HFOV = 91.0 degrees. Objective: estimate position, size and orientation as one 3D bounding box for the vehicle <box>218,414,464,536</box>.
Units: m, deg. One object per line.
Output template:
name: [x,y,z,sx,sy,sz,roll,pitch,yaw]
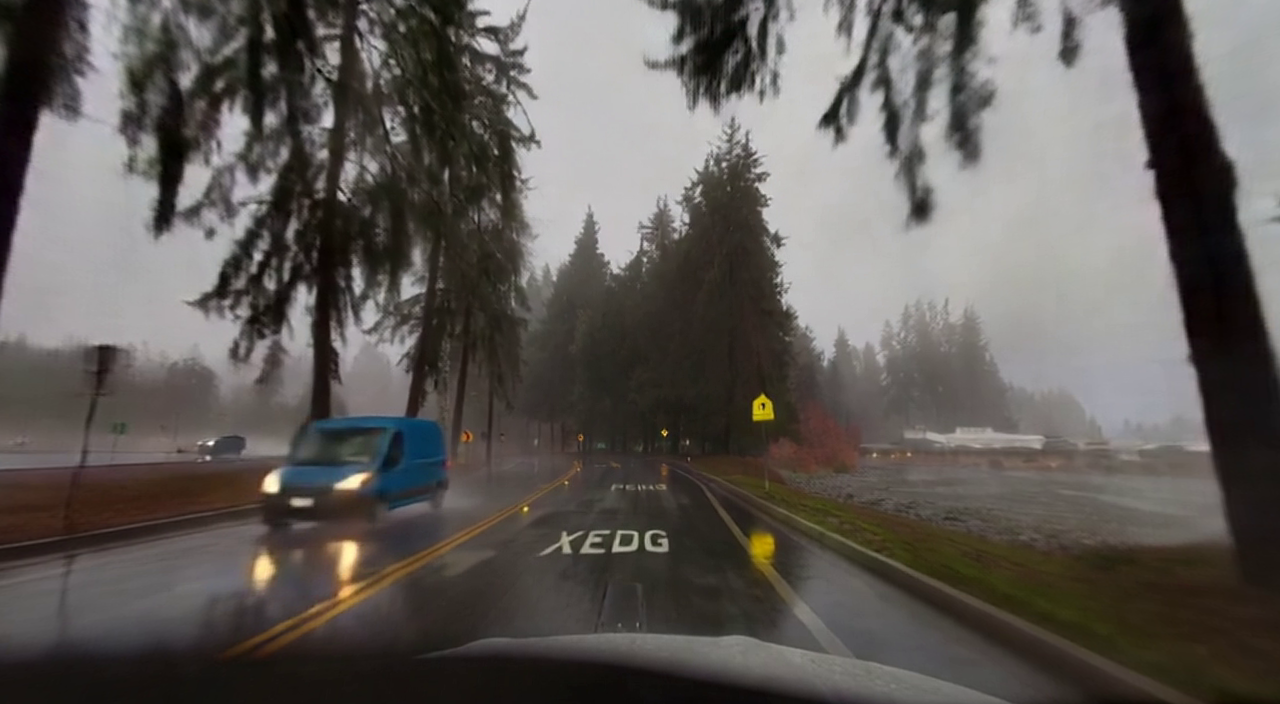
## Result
vehicle: [-5.563,2.389,12.974,2.394,1.900,5.863,0,-8,-2]
